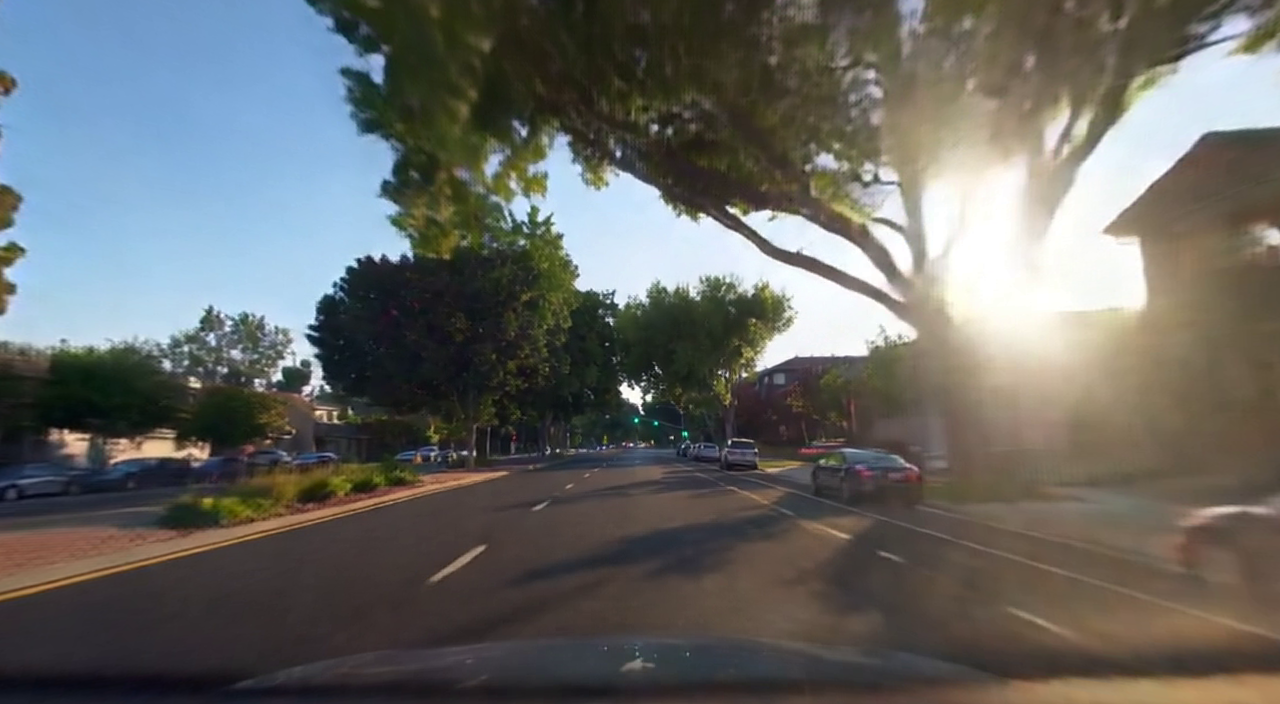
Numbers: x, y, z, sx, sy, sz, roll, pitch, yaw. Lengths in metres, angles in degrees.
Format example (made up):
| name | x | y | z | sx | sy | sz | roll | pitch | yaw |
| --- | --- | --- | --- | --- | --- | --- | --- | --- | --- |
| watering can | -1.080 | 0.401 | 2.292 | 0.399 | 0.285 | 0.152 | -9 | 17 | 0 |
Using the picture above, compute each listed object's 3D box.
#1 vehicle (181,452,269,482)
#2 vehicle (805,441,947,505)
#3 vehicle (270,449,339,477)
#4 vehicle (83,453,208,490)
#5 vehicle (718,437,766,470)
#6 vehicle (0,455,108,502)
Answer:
| name | x | y | z | sx | sy | sz | roll | pitch | yaw |
| --- | --- | --- | --- | --- | --- | --- | --- | --- | --- |
| vehicle | -22.250 | 6.167 | 33.895 | 1.785 | 1.461 | 4.377 | 0 | -9 | 0 |
| vehicle | 6.114 | 3.176 | 16.947 | 1.945 | 1.481 | 4.421 | 1 | -9 | -3 |
| vehicle | -22.039 | 7.273 | 41.448 | 1.911 | 1.473 | 4.610 | -1 | -6 | 3 |
| vehicle | -22.211 | 5.363 | 28.507 | 1.810 | 1.490 | 4.783 | 0 | -9 | 0 |
| vehicle | 5.893 | 5.936 | 36.934 | 2.004 | 1.816 | 4.585 | 0 | -9 | -1 |
| vehicle | -22.212 | 4.503 | 22.716 | 1.902 | 1.478 | 4.755 | 1 | -9 | -3 |
